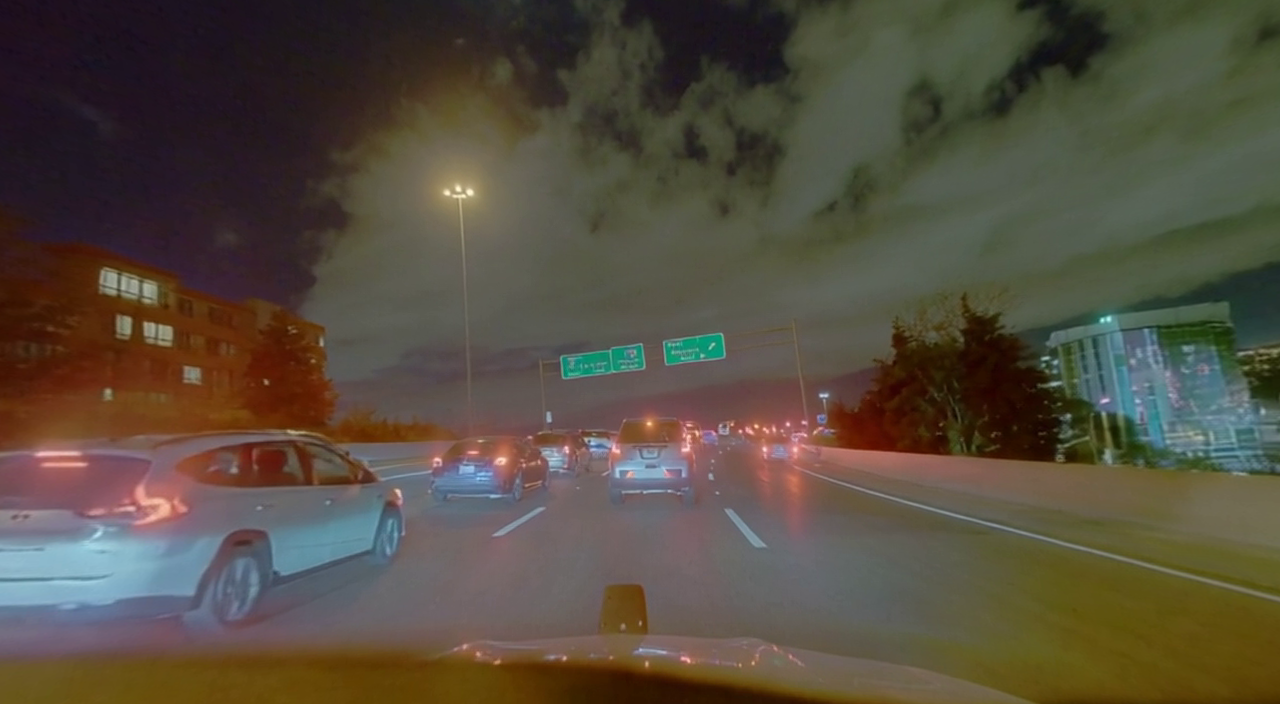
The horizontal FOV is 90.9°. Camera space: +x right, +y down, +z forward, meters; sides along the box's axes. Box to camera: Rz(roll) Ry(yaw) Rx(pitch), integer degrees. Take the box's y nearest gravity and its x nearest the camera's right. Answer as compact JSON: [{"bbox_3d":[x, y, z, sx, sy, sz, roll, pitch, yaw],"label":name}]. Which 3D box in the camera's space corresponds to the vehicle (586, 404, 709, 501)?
[{"bbox_3d":[0.254,2.583,16.455,2.616,2.063,5.933,0,-9,2],"label":"vehicle"}]

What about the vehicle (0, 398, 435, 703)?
[{"bbox_3d":[-3.645,1.330,5.309,1.998,1.494,5.020,0,-9,2],"label":"vehicle"}]

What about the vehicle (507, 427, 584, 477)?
[{"bbox_3d":[-3.479,3.820,24.150,1.953,1.729,4.377,0,-9,4],"label":"vehicle"}]

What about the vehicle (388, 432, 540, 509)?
[{"bbox_3d":[-3.793,2.643,14.526,2.087,1.481,4.225,0,-9,3],"label":"vehicle"}]
